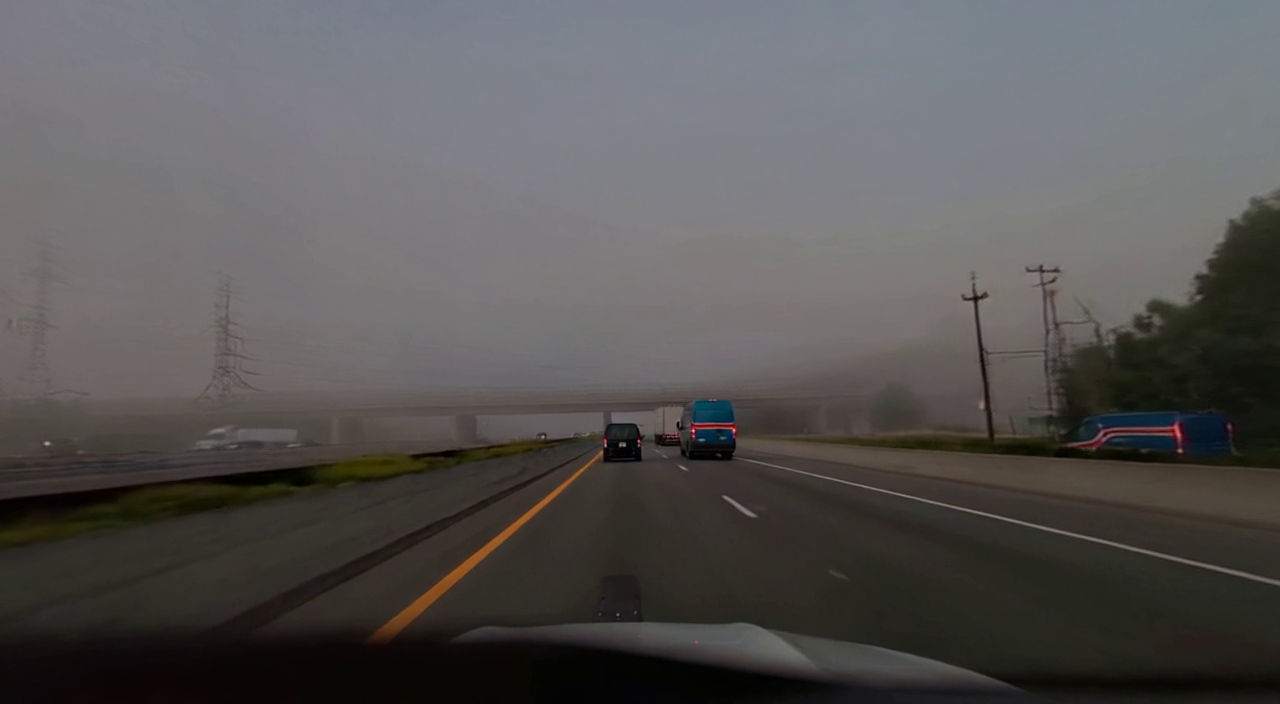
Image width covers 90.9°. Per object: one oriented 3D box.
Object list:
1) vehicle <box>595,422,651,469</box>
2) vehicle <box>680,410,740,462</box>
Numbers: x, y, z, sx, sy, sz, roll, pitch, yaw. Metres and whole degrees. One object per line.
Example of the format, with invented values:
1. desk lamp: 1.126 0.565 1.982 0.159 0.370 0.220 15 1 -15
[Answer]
1. vehicle: -0.680 3.746 25.471 2.073 1.750 4.116 0 -8 -2
2. vehicle: 3.578 4.461 33.328 2.387 2.506 5.374 0 -8 -2
